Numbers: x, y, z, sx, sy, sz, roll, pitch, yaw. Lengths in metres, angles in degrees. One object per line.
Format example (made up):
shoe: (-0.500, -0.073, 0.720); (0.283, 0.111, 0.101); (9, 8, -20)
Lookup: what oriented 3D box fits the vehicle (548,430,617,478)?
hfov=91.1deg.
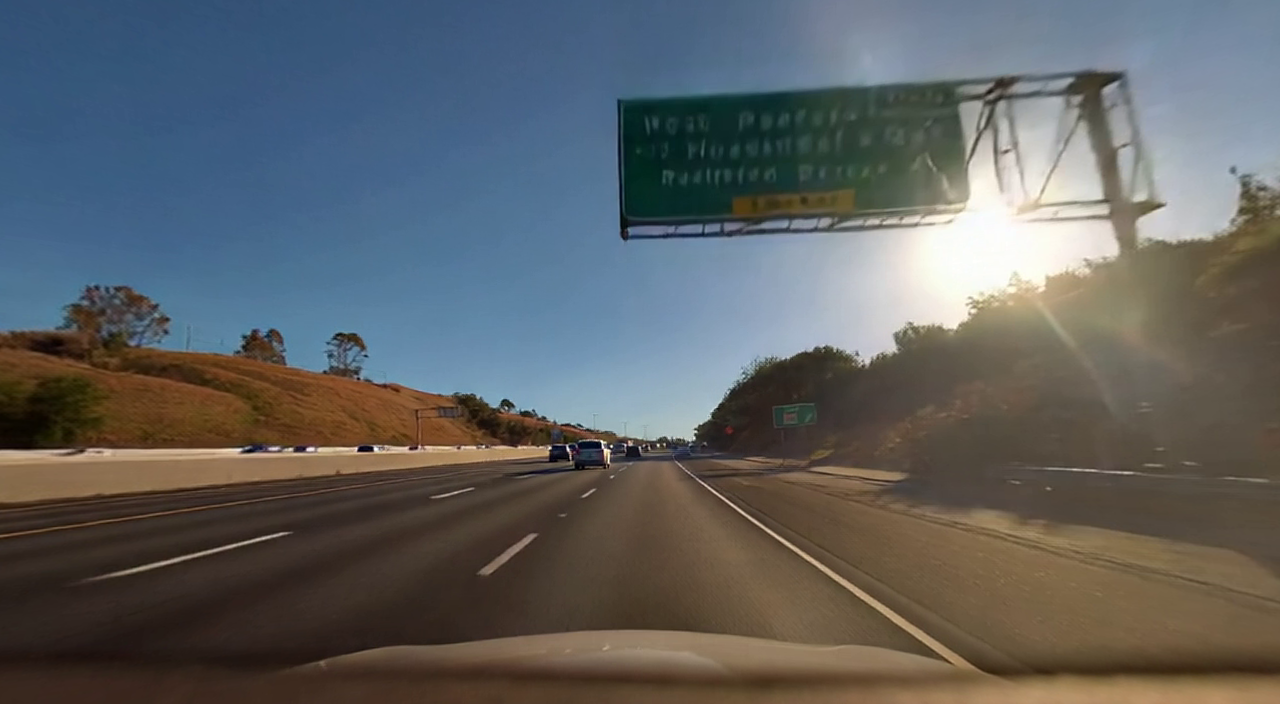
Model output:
vehicle: (-2.391, 4.473, 27.698); (2.413, 1.896, 5.218); (0, -8, 2)
